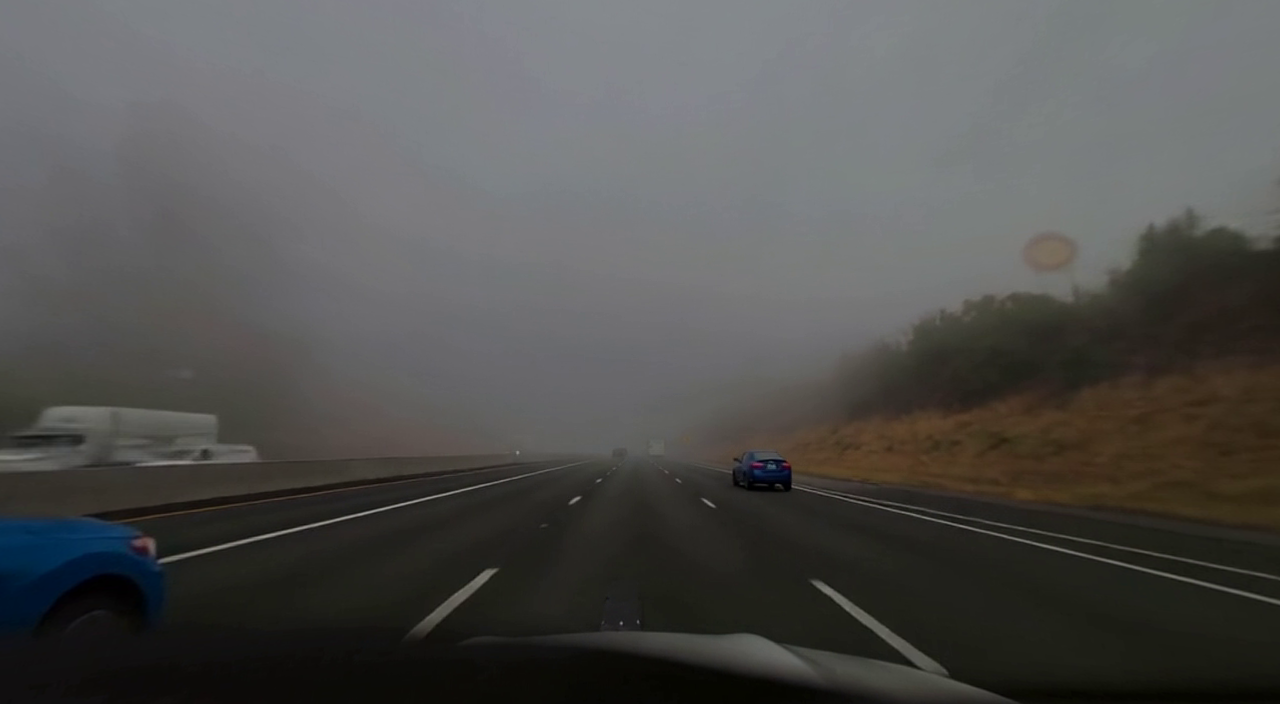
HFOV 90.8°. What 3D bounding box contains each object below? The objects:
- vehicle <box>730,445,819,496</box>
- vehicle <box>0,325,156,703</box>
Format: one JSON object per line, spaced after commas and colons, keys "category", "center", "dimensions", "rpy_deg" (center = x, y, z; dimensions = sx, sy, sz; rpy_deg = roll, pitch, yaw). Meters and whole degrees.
{"category": "vehicle", "center": [4.268, 3.822, 20.698], "dimensions": [1.967, 1.472, 3.751], "rpy_deg": [0, -9, -2]}
{"category": "vehicle", "center": [-3.138, 0.514, 0.289], "dimensions": [2.277, 1.695, 4.475], "rpy_deg": [0, -9, -1]}
